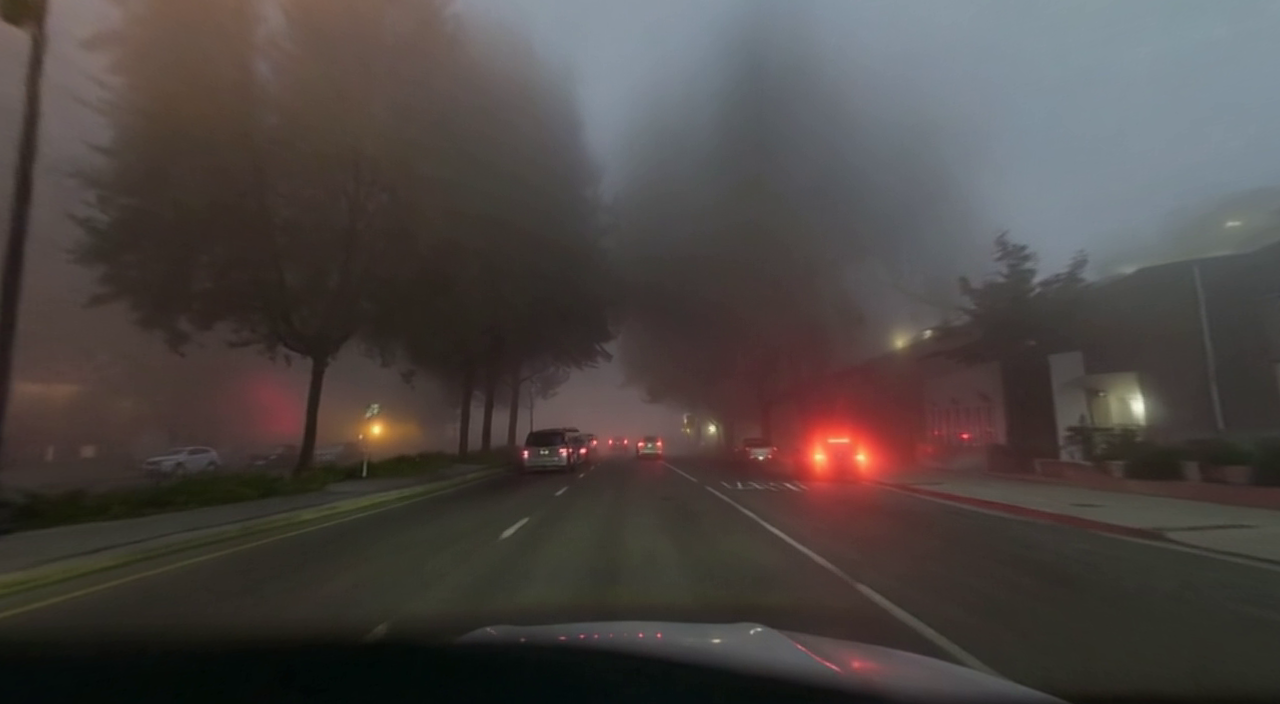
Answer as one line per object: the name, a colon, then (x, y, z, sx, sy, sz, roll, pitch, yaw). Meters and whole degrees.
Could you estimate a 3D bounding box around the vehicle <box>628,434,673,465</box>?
vehicle: (0.528, 5.445, 35.381, 2.201, 1.589, 3.843, 0, -8, -4)

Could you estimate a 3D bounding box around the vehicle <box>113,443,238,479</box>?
vehicle: (-22.148, 5.181, 30.455, 2.111, 1.554, 5.163, 0, -8, 0)

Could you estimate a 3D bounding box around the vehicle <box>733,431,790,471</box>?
vehicle: (6.251, 5.131, 32.955, 1.997, 1.943, 4.409, 0, -8, -1)

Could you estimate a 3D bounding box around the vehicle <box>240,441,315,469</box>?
vehicle: (-22.421, 6.363, 39.314, 1.910, 1.632, 4.624, 0, -8, 0)

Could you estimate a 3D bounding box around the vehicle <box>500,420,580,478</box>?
vehicle: (-3.658, 3.689, 24.163, 2.223, 1.957, 4.845, 0, -8, 0)

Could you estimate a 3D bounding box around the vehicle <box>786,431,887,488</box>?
vehicle: (6.536, 3.621, 21.562, 2.164, 1.727, 3.955, 0, -8, 0)
